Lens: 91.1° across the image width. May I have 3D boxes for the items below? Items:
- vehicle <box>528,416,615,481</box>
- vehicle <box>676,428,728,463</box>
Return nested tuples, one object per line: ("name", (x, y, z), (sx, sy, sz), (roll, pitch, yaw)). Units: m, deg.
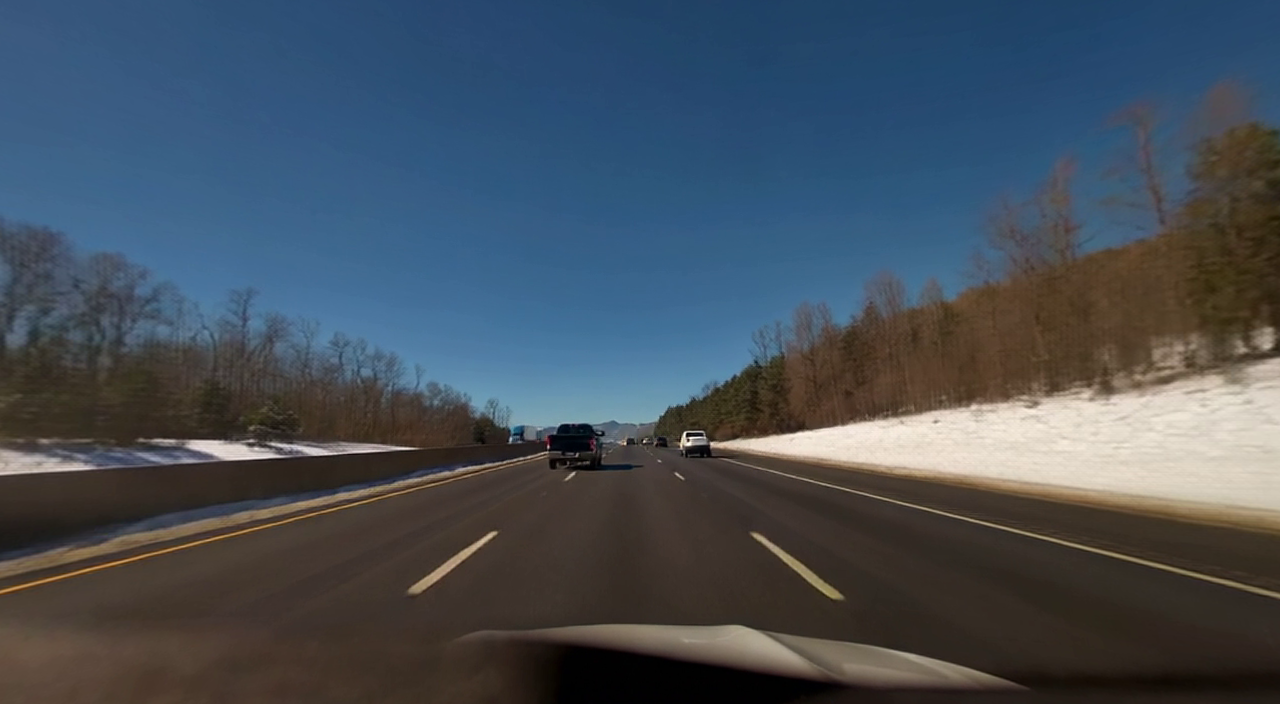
("vehicle", (-1.970, 2.963, 19.642), (2.185, 1.772, 4.656), (0, -8, 0))
("vehicle", (3.134, 4.838, 32.828), (2.124, 1.696, 4.173), (0, -8, -3))
